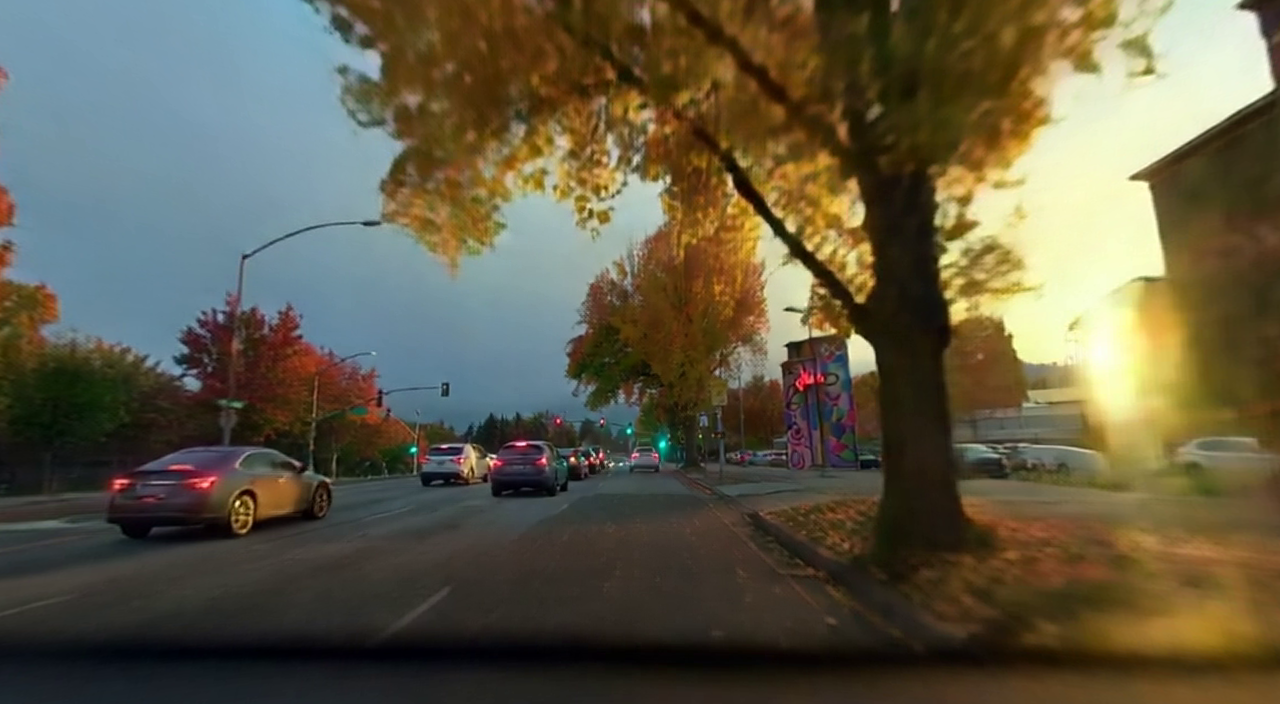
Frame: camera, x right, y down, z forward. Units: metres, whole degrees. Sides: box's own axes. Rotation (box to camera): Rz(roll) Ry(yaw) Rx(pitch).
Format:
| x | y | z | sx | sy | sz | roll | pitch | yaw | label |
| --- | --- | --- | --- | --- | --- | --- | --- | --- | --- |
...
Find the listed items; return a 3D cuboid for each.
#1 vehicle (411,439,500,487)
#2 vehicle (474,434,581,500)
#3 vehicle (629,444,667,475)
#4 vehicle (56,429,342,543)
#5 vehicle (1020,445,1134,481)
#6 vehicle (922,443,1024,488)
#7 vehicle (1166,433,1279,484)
| x | y | z | sx | sy | sz | roll | pitch | yaw | label |
| --- | --- | --- | --- | --- | --- | --- | --- | --- | --- |
| -7.204 | 4.382 | 25.147 | 2.069 | 1.719 | 4.441 | 0 | -9 | 2 | vehicle |
| -3.115 | 3.309 | 18.490 | 2.165 | 1.663 | 4.513 | 0 | -9 | 2 | vehicle |
| 0.469 | 6.292 | 37.009 | 2.144 | 1.704 | 4.028 | 0 | -9 | 1 | vehicle |
| -7.364 | 2.250 | 11.221 | 1.932 | 1.596 | 4.247 | 0 | -9 | 1 | vehicle |
| 19.893 | 5.029 | 28.945 | 1.938 | 1.490 | 4.750 | 0 | -9 | 2 | vehicle |
| 14.125 | 4.820 | 27.072 | 1.963 | 1.703 | 4.447 | 1 | -9 | 0 | vehicle |
| 20.114 | 3.435 | 20.364 | 1.899 | 1.521 | 4.410 | 2 | -9 | -13 | vehicle |
